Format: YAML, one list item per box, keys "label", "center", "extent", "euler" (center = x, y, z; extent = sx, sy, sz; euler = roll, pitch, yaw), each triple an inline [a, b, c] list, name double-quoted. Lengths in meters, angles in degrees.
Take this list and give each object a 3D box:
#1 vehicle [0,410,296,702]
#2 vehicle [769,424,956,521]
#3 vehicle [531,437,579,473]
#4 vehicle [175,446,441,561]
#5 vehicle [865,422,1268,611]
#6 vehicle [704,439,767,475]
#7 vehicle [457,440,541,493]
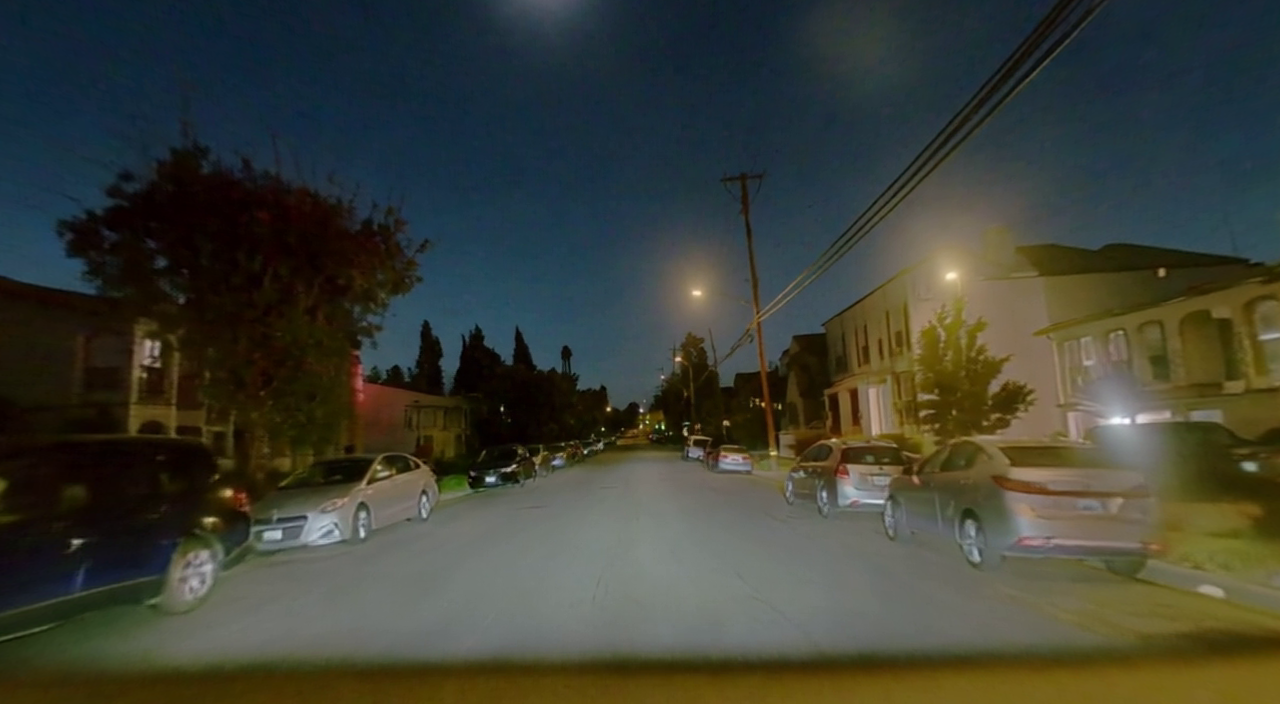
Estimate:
- label: "vehicle"
  center: [-5.110, 1.373, 4.699]
  extent: [2.360, 1.772, 4.907]
  euler: [0, -8, 0]
- label: "vehicle"
  center: [4.189, 2.512, 12.948]
  extent: [2.057, 1.511, 4.858]
  euler: [-2, -12, 1]
- label: "vehicle"
  center: [-5.168, 6.298, 39.066]
  extent: [2.184, 1.958, 5.757]
  euler: [-2, -8, 0]
- label: "vehicle"
  center: [-5.211, 2.390, 10.855]
  extent: [2.109, 1.501, 4.522]
  euler: [0, -8, 0]
- label: "vehicle"
  center: [4.420, 1.710, 7.584]
  extent: [1.864, 1.592, 4.221]
  euler: [0, -8, 0]
- label: "vehicle"
  center: [4.368, 4.873, 29.664]
  extent: [2.174, 1.504, 4.809]
  euler: [0, -8, 0]
- label: "vehicle"
  center: [-5.013, 4.097, 23.138]
  extent: [2.032, 1.716, 4.382]
  euler: [0, -8, 0]
